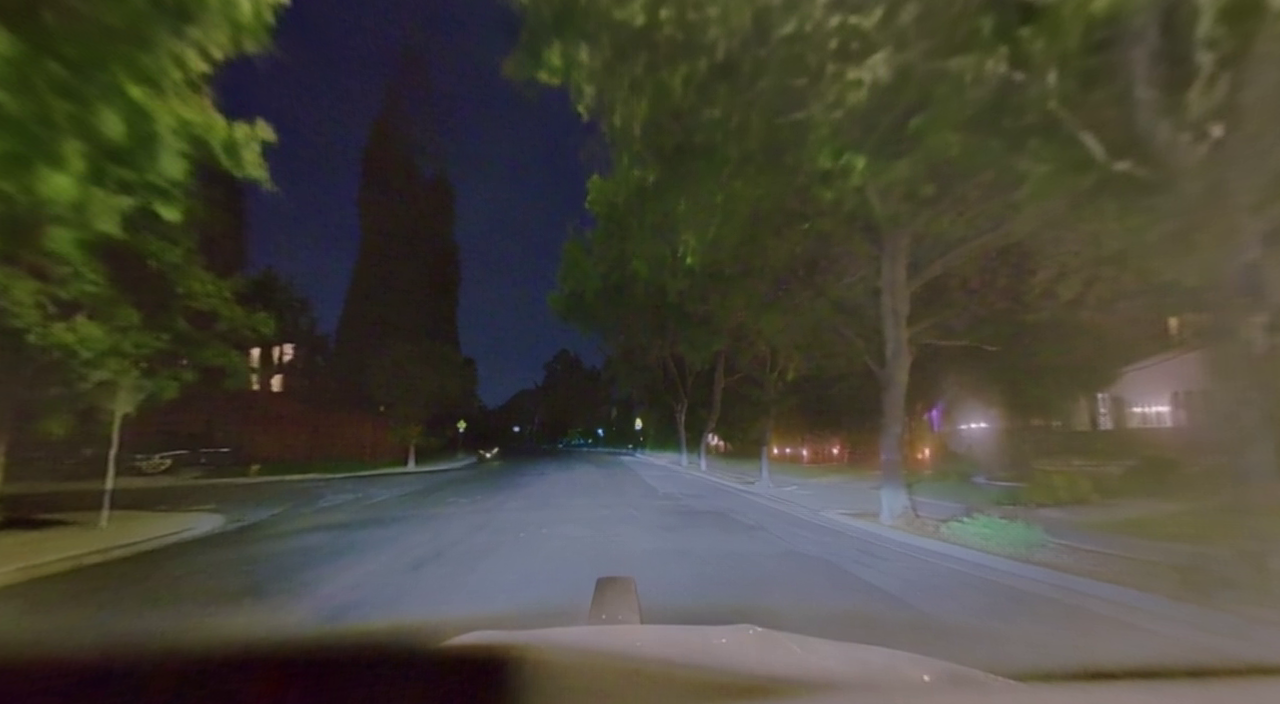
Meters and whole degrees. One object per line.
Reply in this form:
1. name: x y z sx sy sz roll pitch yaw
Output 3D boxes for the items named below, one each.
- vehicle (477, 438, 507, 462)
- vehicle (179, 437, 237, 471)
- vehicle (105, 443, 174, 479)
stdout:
1. vehicle: -10.731 7.092 45.816 1.994 1.656 4.334 2 -9 -12
2. vehicle: -24.492 5.768 35.985 1.973 1.787 5.045 4 -9 -27
3. vehicle: -25.072 5.445 31.811 1.883 1.687 3.908 4 -9 -27
